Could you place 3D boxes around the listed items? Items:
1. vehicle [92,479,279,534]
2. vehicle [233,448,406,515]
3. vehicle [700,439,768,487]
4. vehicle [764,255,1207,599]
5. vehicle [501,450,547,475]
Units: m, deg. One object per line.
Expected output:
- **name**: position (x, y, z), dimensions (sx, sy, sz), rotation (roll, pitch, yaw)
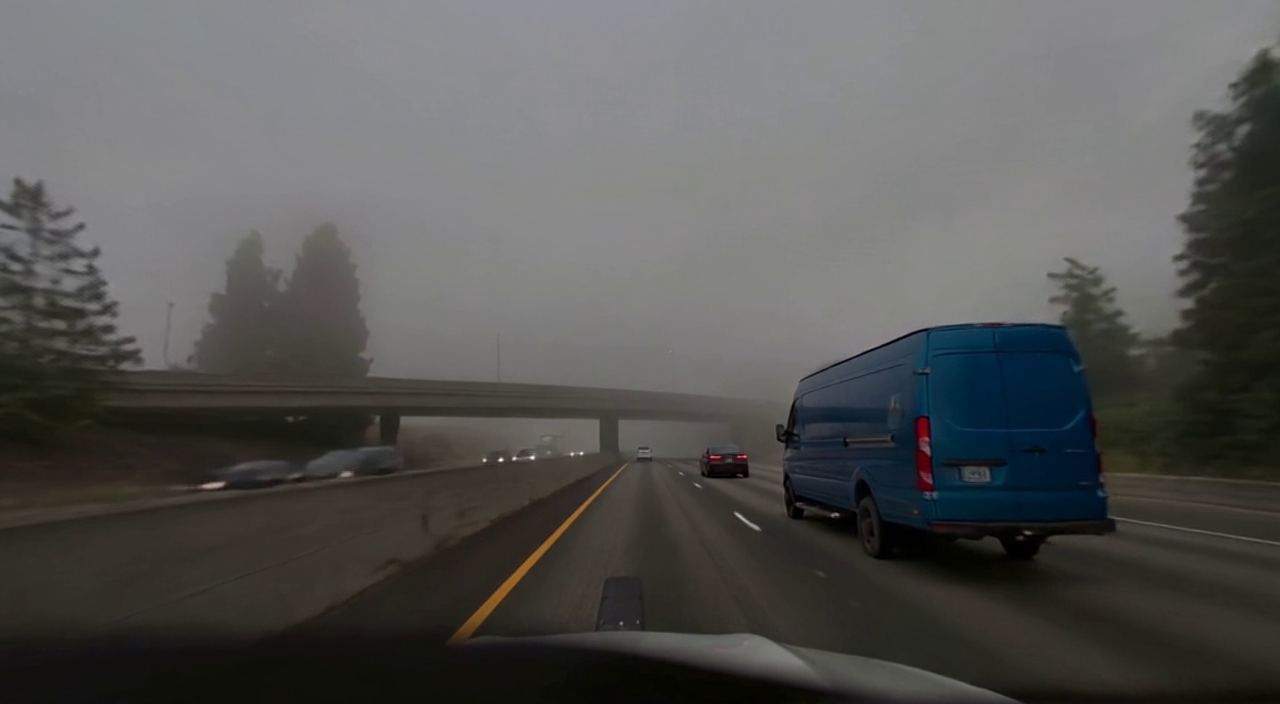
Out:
- **vehicle**: position (-11.338, 3.870, 16.190), dimensions (1.563, 1.002, 4.410), rotation (0, -9, -1)
- **vehicle**: position (-7.574, 3.074, 15.500), dimensions (1.947, 1.385, 4.291), rotation (0, -9, 0)
- **vehicle**: position (3.608, 4.351, 25.026), dimensions (2.009, 1.731, 4.149), rotation (0, -9, -1)
- **vehicle**: position (3.780, 1.163, 9.249), dimensions (2.460, 3.155, 6.902), rotation (0, -9, 0)
- **vehicle**: position (-7.644, 7.292, 41.945), dimensions (2.106, 1.549, 4.622), rotation (0, -9, 1)
